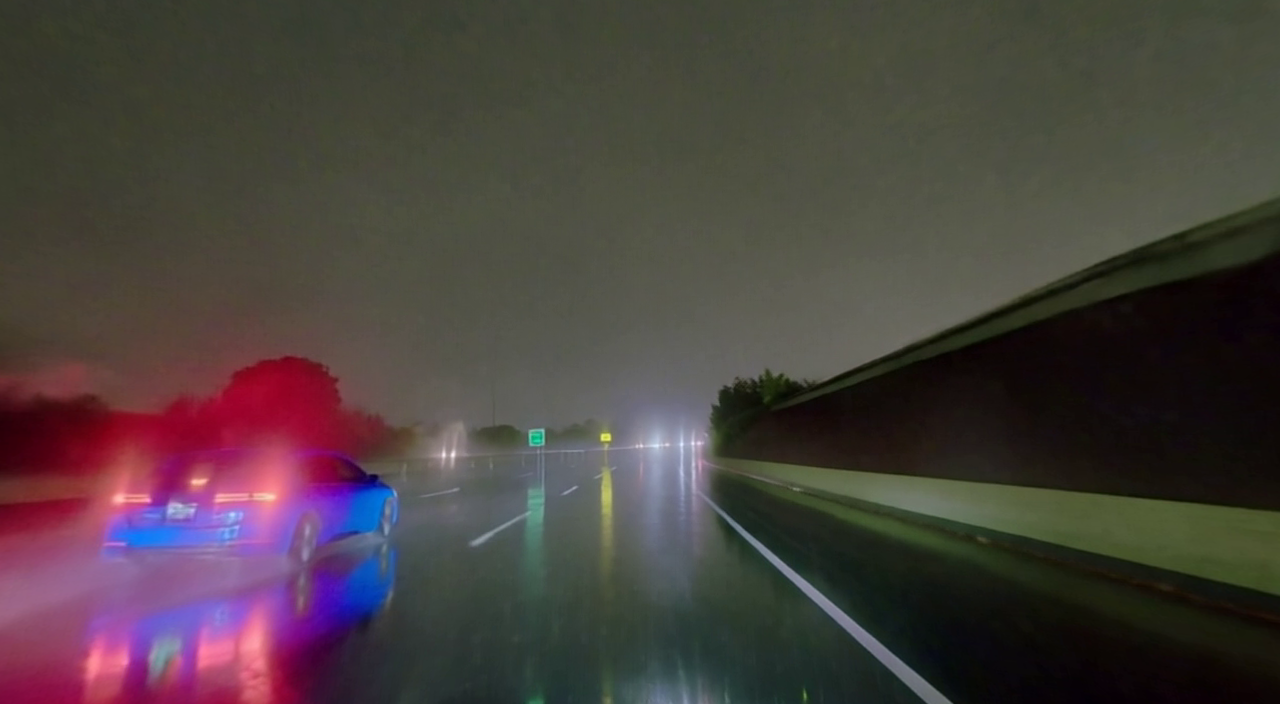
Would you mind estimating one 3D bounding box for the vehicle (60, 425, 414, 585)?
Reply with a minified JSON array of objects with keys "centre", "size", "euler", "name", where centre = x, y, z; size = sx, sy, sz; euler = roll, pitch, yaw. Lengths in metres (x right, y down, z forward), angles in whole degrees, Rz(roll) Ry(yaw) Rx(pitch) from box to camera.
[{"centre":[-4.546,1.749,7.971],"size":[1.928,1.504,3.745],"euler":[0,-9,1],"name":"vehicle"}]
